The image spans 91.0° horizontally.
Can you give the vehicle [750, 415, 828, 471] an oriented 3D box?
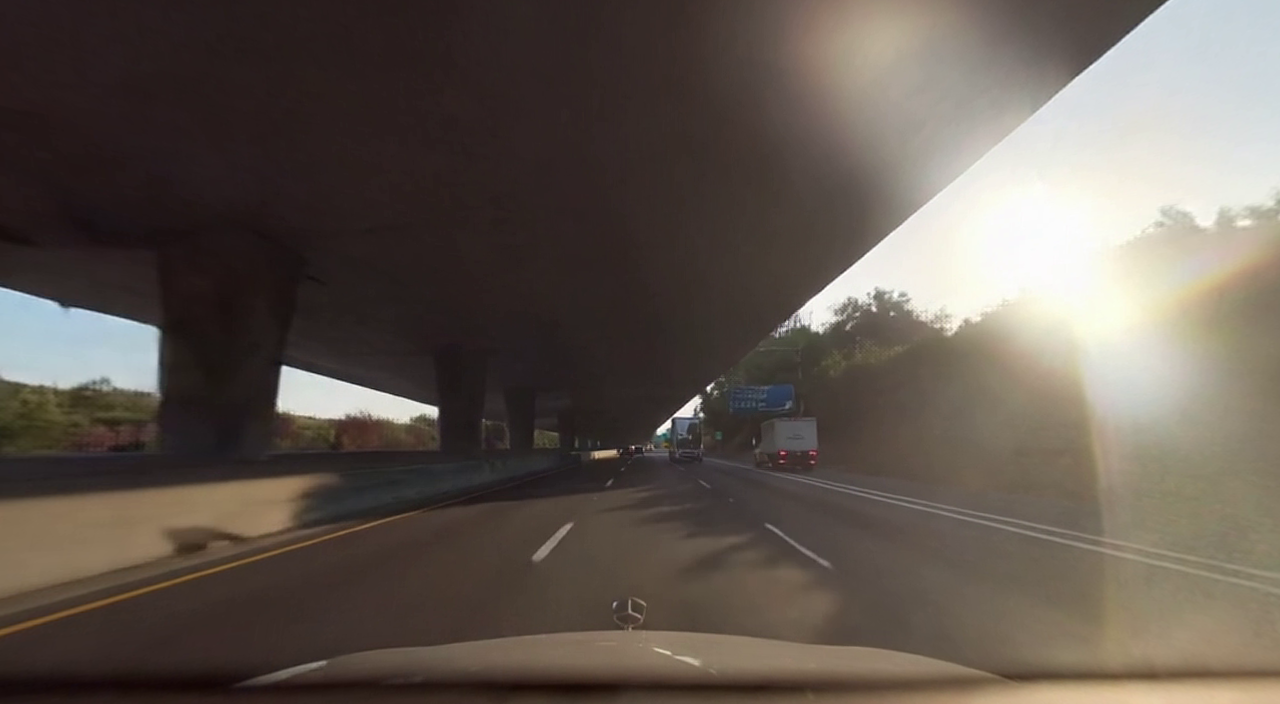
[{"bbox_3d":[7.963,4.994,34.538,2.474,2.730,7.349,0,-8,0],"label":"vehicle"}]
